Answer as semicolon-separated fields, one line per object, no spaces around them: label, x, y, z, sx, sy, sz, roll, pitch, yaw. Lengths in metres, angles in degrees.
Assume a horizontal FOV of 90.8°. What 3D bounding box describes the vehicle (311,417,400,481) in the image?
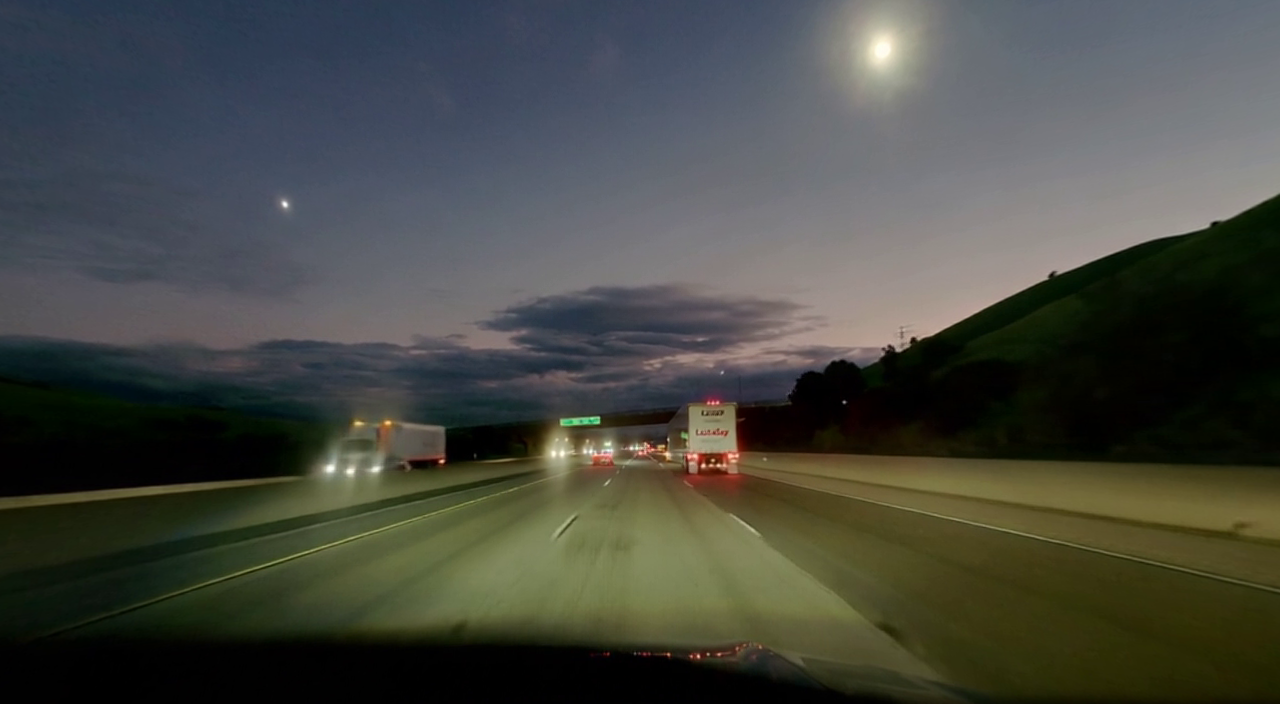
vehicle;-19.132;6.585;42.958;2.969;3.983;6.343;0;-9;0

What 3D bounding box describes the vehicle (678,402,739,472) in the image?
vehicle;4.150;5.504;40.464;2.885;3.992;8.526;0;-9;0
